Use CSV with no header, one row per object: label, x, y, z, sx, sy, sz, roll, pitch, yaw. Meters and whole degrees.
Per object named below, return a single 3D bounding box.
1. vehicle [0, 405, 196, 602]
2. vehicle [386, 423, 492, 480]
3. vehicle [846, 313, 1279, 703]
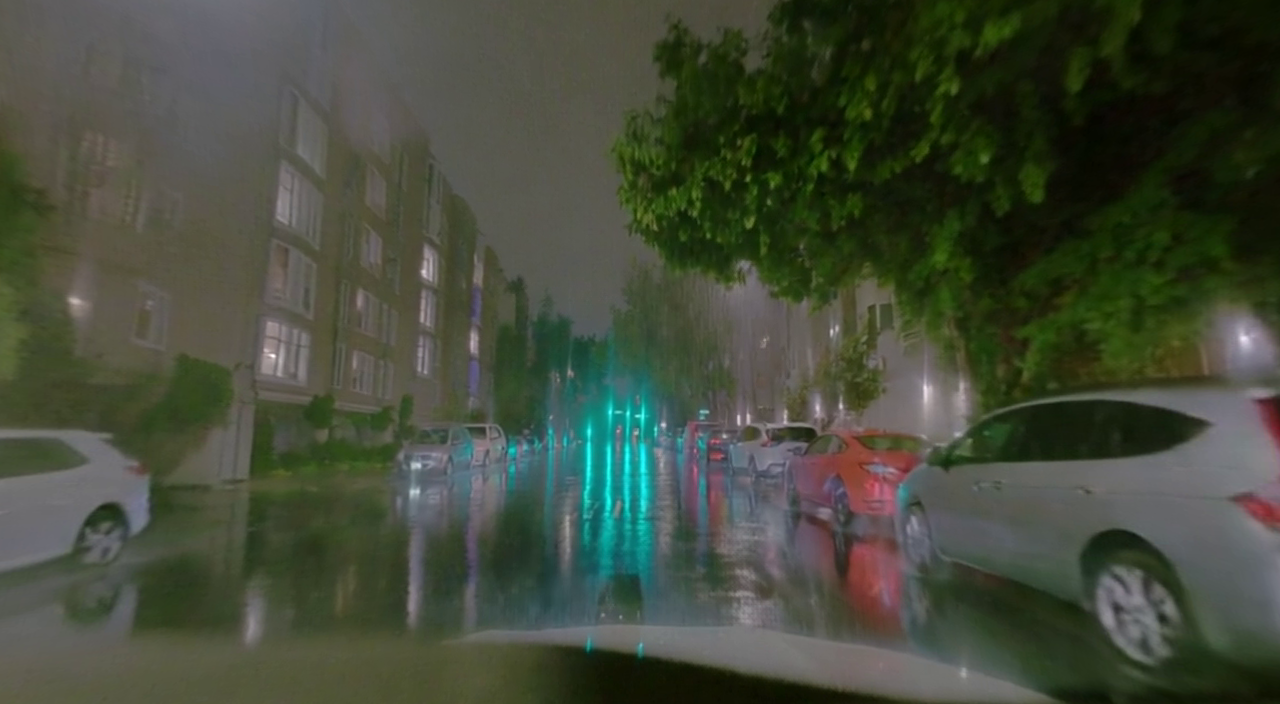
vehicle,-7.070,1.471,5.913,2.235,1.802,5.138,-2,-9,-3
vehicle,-7.501,3.832,24.184,2.384,1.781,5.492,-3,-9,-1
vehicle,4.165,1.187,5.749,2.365,1.970,6.011,0,-8,-2
